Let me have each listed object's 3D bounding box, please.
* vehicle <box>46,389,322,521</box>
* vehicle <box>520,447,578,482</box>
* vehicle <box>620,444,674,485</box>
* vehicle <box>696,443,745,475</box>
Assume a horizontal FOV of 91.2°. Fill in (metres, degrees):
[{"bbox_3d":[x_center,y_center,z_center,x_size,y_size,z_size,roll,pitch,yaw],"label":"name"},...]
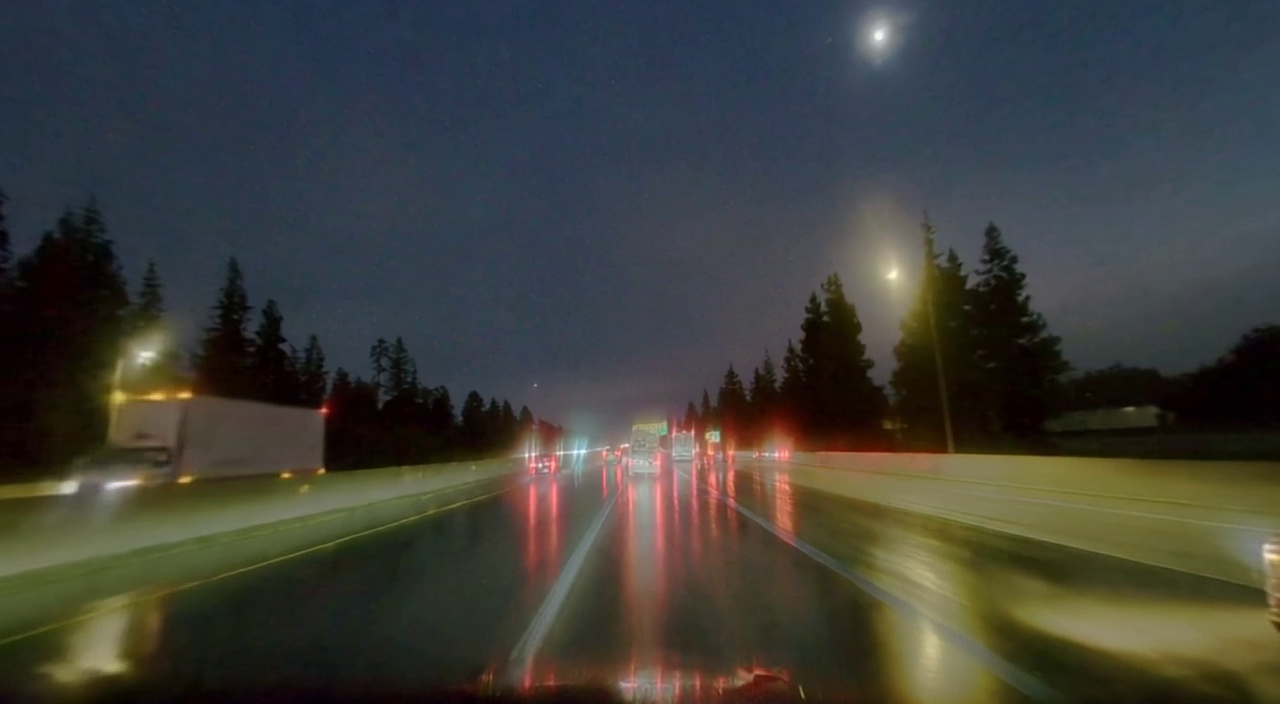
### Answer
[{"bbox_3d":[-12.661,2.992,18.472,2.653,3.121,6.846,-1,-9,3],"label":"vehicle"},{"bbox_3d":[-4.094,5.153,28.984,1.967,1.473,4.439,0,-9,1],"label":"vehicle"},{"bbox_3d":[0.256,4.573,25.797,2.015,1.526,4.286,0,-9,0],"label":"vehicle"},{"bbox_3d":[4.294,5.789,34.053,2.018,1.639,4.149,0,-9,-1],"label":"vehicle"}]
